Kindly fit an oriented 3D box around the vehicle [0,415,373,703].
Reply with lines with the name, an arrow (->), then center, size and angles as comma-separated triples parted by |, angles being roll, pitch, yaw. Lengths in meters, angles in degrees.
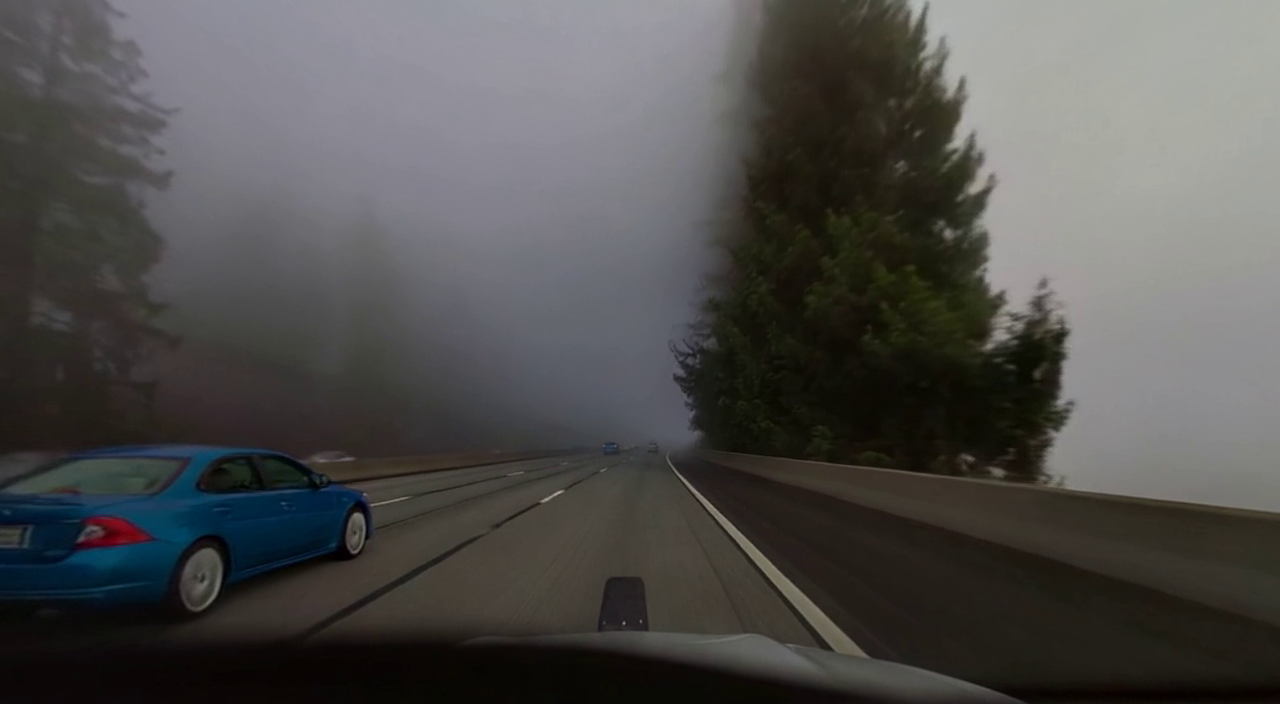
vehicle -> -4.187, 1.343, 5.117 | 1.996, 1.454, 4.495 | 0, -8, 1
